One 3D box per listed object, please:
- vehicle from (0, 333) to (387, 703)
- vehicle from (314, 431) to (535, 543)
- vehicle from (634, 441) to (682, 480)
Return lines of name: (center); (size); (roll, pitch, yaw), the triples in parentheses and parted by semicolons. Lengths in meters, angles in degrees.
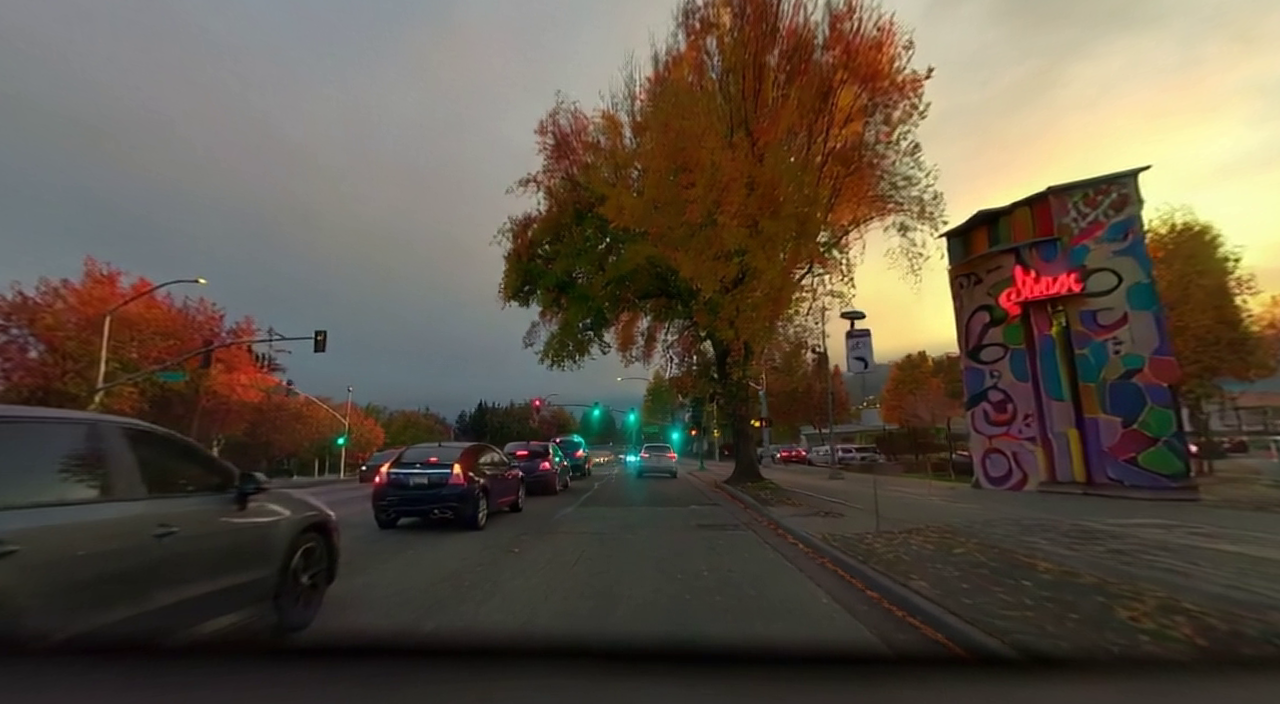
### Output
vehicle: (-3.119, 0.865, 2.613); (2.165, 1.663, 4.513); (0, -9, 1)
vehicle: (-3.390, 2.232, 11.160); (2.090, 1.506, 4.823); (0, -9, 1)
vehicle: (0.793, 5.167, 30.178); (2.144, 1.704, 4.028); (0, -9, 0)
